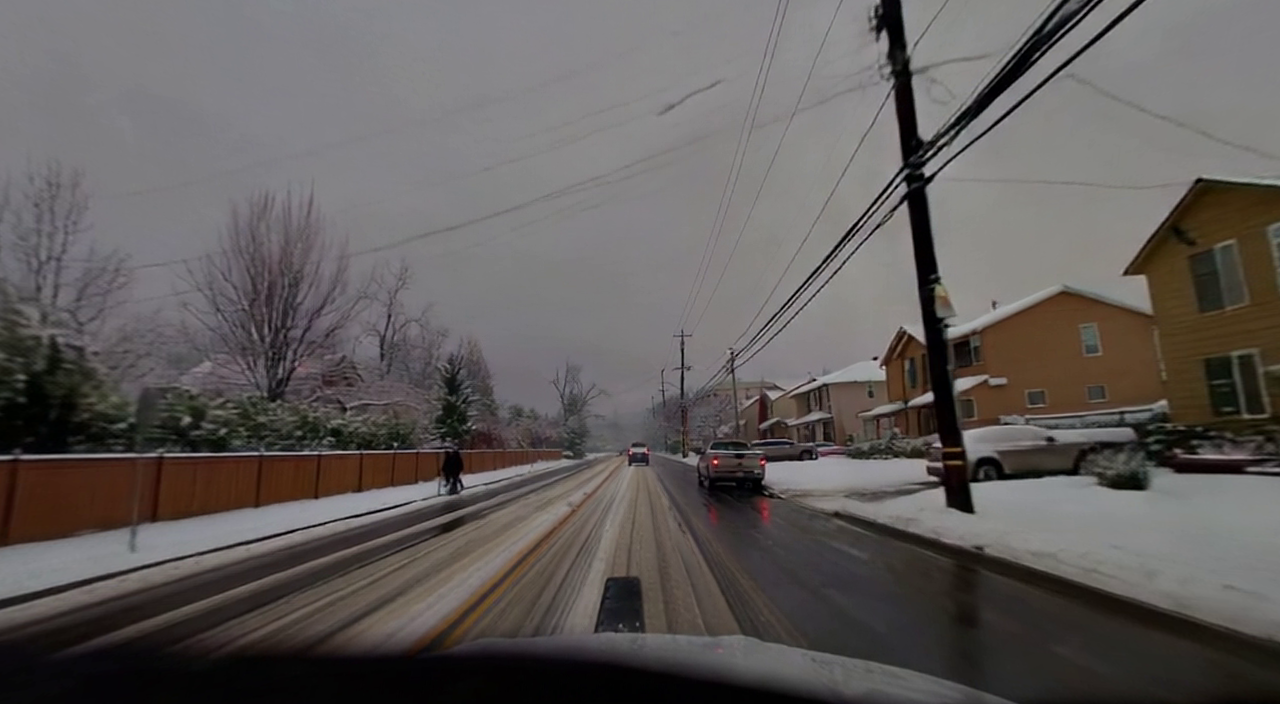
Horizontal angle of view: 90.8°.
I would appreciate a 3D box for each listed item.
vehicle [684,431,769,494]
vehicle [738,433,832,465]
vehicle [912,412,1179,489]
[{"bbox_3d":[3.086,4.106,23.872,2.278,1.933,5.860,4,-9,0],"label":"vehicle"},{"bbox_3d":[9.665,6.543,42.544,5.590,2.067,2.553,0,-9,-2],"label":"vehicle"},{"bbox_3d":[11.129,2.771,17.777,5.846,1.971,2.273,-1,-9,1],"label":"vehicle"}]
